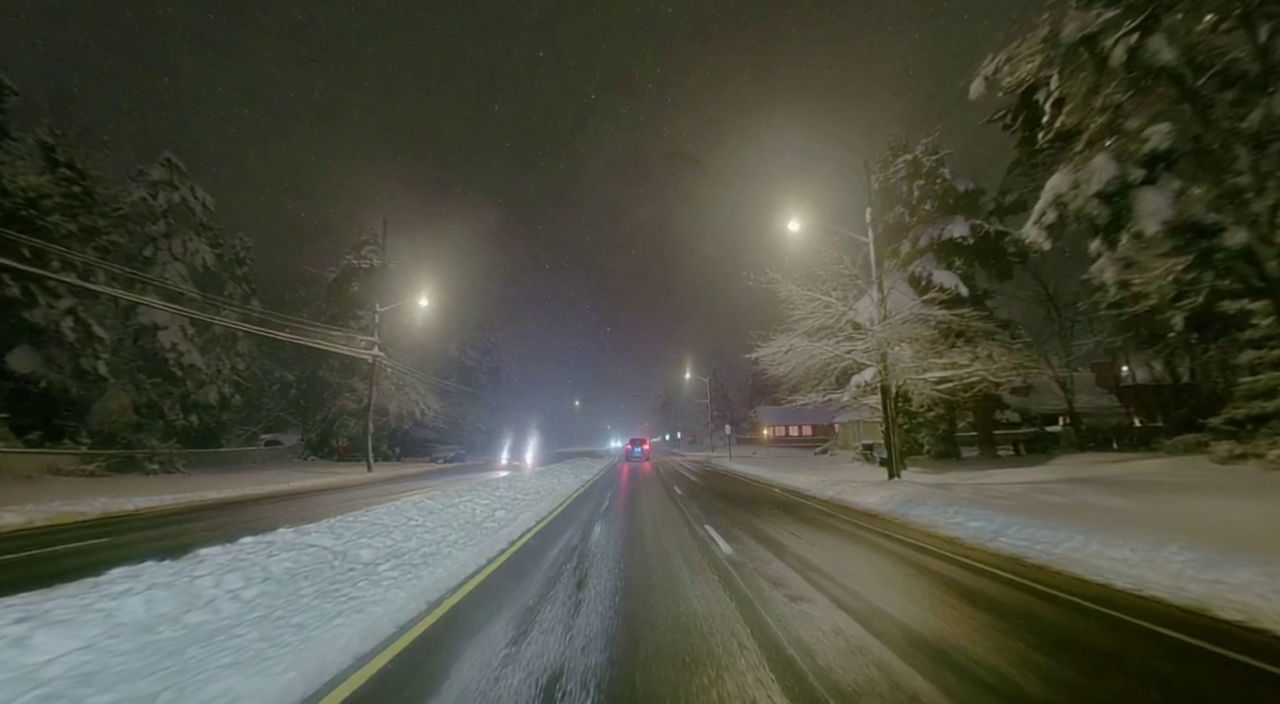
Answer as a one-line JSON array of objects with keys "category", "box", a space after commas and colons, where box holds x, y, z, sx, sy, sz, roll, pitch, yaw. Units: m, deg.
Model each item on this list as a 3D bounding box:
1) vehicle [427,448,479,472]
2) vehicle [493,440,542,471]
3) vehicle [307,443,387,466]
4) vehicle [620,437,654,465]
[{"category": "vehicle", "box": [-12.329, 7.139, 41.969, 2.090, 1.478, 4.376, 0, -8, 1]}, {"category": "vehicle", "box": [-7.199, 6.121, 37.648, 2.065, 1.719, 4.265, 0, -8, 0]}, {"category": "vehicle", "box": [-21.135, 7.421, 45.673, 4.773, 1.625, 1.933, 0, -8, -1]}, {"category": "vehicle", "box": [-0.236, 6.849, 43.788, 2.230, 1.827, 4.298, 0, -8, 0]}]
